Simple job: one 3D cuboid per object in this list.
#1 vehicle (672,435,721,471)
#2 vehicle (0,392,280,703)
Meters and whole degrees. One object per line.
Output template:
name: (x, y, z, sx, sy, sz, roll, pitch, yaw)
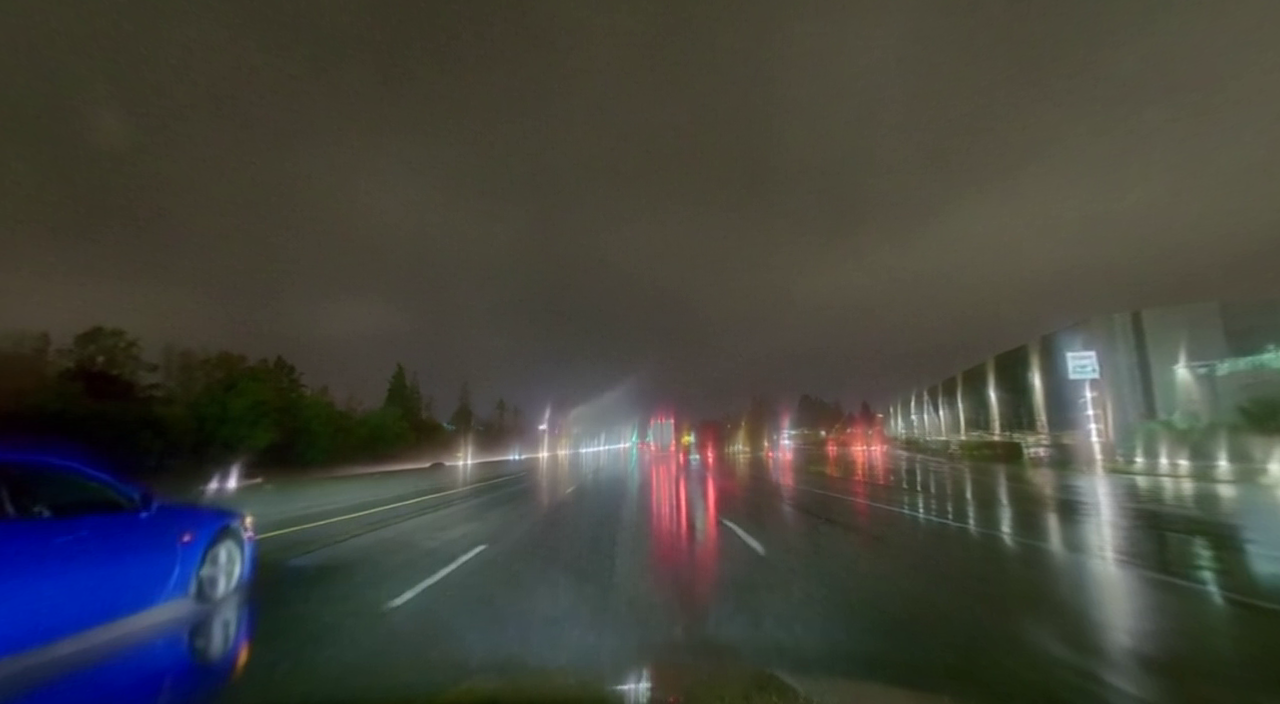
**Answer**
vehicle: (2.886, 5.244, 33.057, 2.065, 1.760, 4.488, 0, -8, -1)
vehicle: (-4.225, 1.023, 3.288, 1.903, 1.607, 4.770, 0, -8, 0)
